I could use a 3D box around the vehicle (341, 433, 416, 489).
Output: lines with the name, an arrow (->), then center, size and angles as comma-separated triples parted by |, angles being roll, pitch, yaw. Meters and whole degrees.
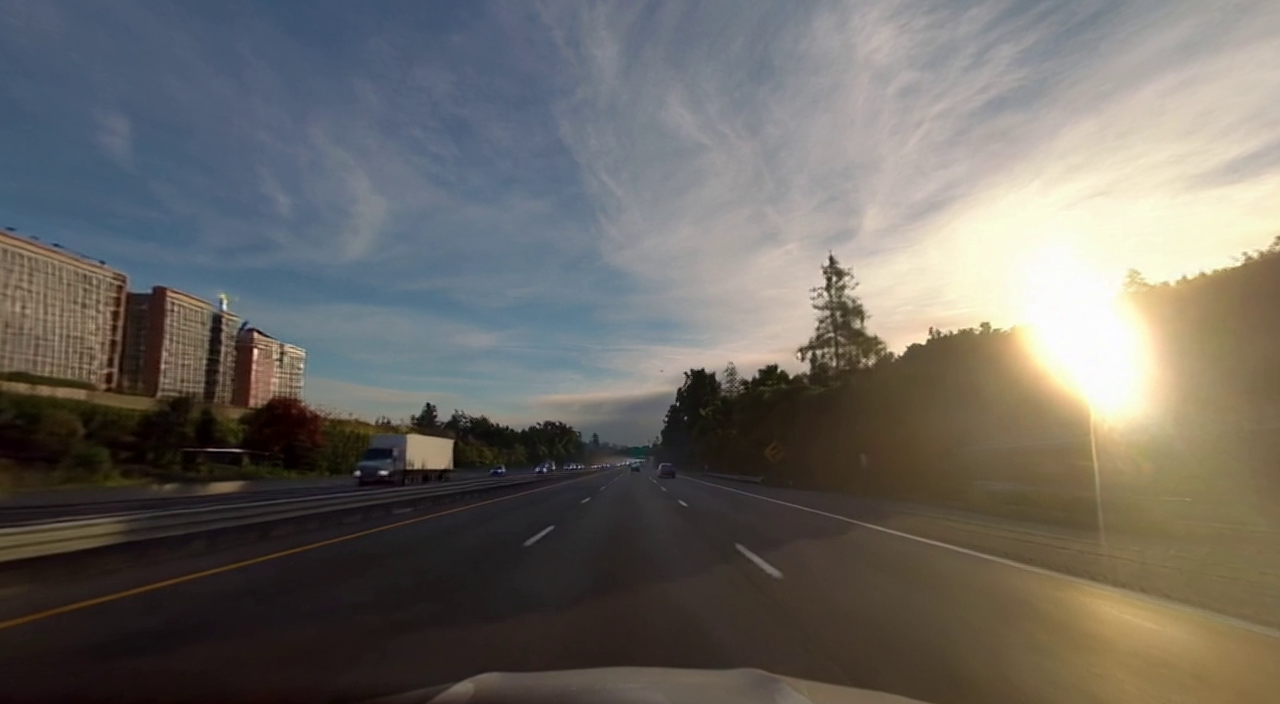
vehicle -> -20.107, 8.476, 48.895 | 3.010, 4.019, 5.914 | 1, -10, 0
